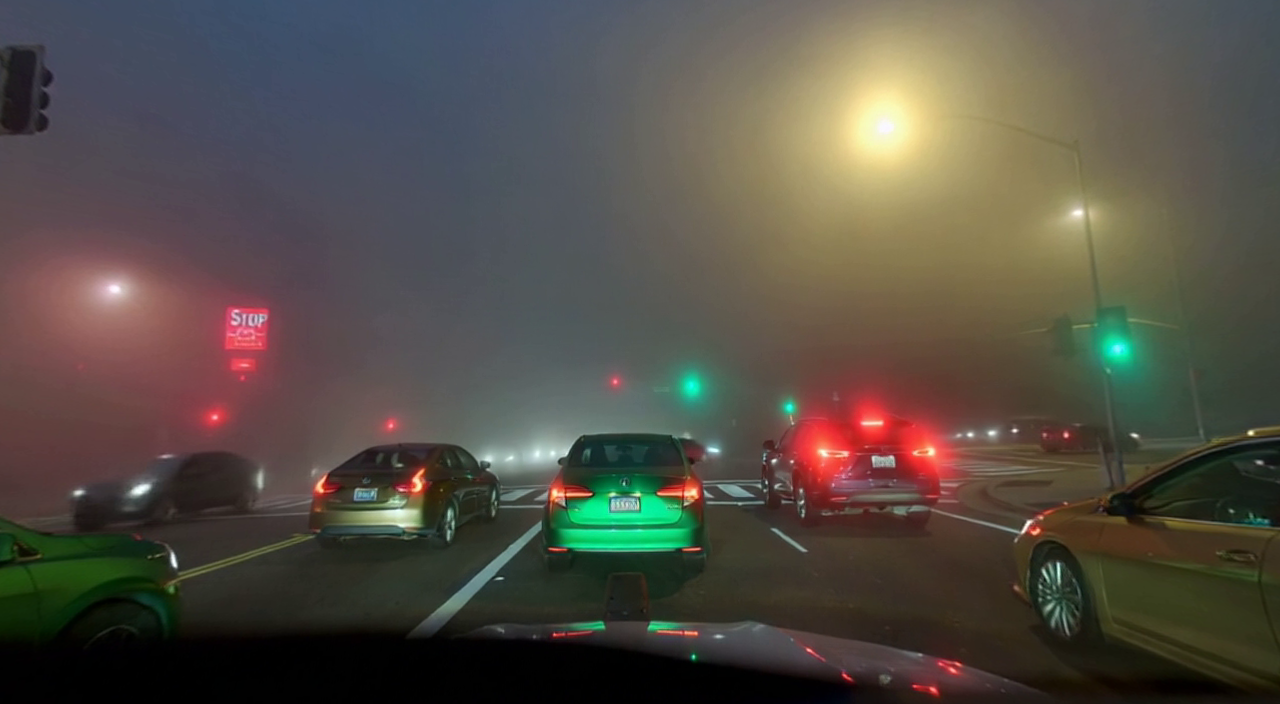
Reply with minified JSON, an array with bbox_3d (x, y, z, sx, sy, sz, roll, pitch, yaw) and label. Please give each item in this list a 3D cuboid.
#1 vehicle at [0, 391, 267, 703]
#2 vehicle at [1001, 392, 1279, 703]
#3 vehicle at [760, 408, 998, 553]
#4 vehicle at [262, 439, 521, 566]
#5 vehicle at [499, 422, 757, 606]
[{"bbox_3d":[-3.480,0.848,1.835,2.016,1.547,4.414,0,-8,1],"label":"vehicle"},{"bbox_3d":[3.943,0.972,3.102,1.800,1.519,4.198,0,-8,0],"label":"vehicle"},{"bbox_3d":[3.303,1.868,9.809,1.992,1.744,4.183,0,-8,-1],"label":"vehicle"},{"bbox_3d":[-3.303,2.071,9.536,1.995,1.436,4.373,-1,-8,2],"label":"vehicle"},{"bbox_3d":[-0.133,1.647,7.357,2.140,1.499,4.119,0,-8,-1],"label":"vehicle"}]
